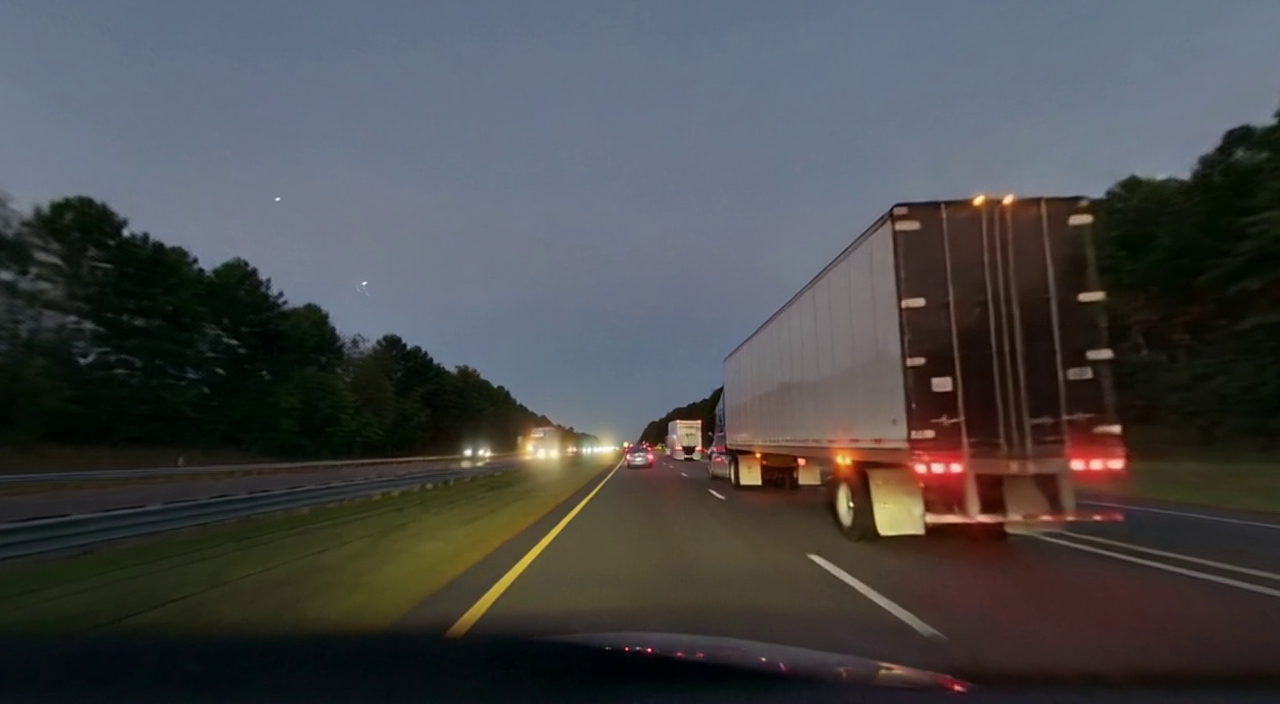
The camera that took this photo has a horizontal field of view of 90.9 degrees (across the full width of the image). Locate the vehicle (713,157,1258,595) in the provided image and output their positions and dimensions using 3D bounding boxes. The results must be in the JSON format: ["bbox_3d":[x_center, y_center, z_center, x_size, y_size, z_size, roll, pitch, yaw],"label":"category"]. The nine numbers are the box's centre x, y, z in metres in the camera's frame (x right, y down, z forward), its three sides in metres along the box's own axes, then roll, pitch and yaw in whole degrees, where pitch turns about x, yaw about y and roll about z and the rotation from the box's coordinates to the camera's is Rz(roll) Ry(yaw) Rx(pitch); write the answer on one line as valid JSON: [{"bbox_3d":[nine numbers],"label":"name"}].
[{"bbox_3d":[3.896,1.222,13.015,2.883,4.057,14.579,0,-9,-1],"label":"vehicle"}]

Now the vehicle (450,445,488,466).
[{"bbox_3d":[-13.460,8.154,49.838,1.827,1.507,4.508,0,-9,0],"label":"vehicle"}]

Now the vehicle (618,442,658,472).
[{"bbox_3d":[-0.133,5.778,34.803,2.051,1.513,4.511,0,-9,0],"label":"vehicle"}]
